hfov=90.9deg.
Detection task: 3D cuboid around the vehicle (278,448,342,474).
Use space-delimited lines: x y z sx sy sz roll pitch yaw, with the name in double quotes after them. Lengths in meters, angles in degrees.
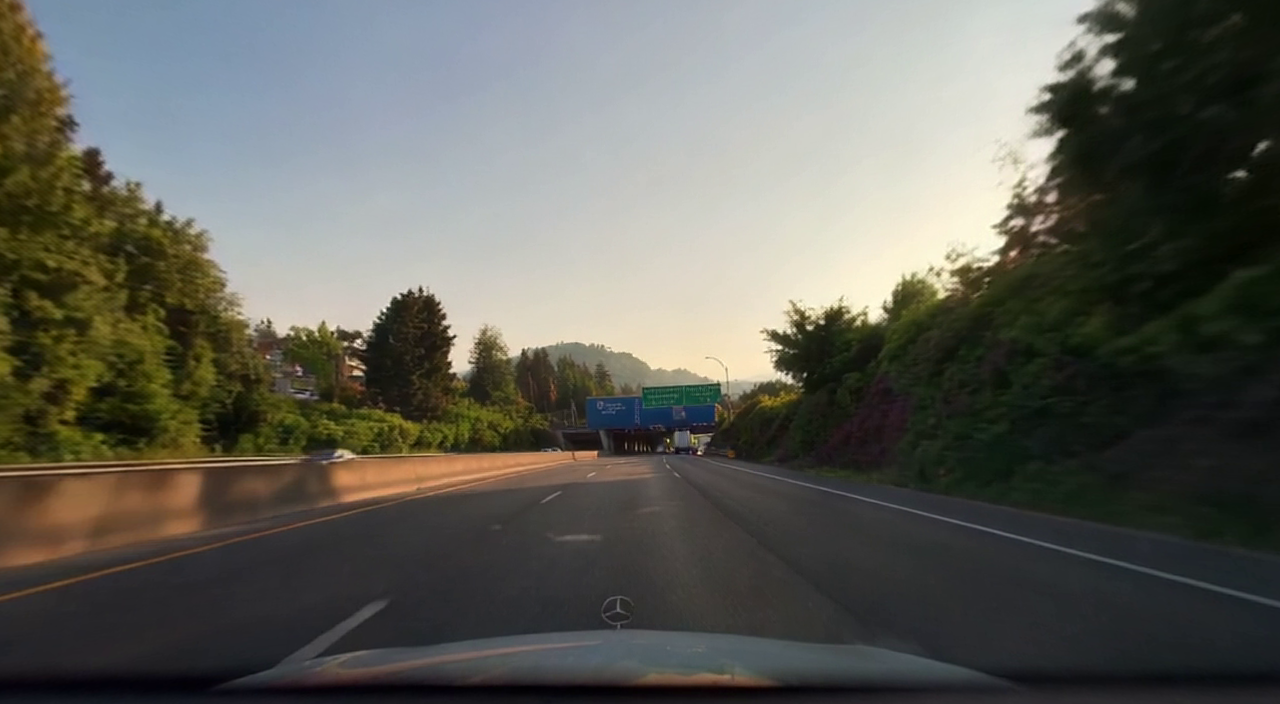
-20.953 6.928 40.212 1.840 1.521 4.024 0 -8 1 "vehicle"
